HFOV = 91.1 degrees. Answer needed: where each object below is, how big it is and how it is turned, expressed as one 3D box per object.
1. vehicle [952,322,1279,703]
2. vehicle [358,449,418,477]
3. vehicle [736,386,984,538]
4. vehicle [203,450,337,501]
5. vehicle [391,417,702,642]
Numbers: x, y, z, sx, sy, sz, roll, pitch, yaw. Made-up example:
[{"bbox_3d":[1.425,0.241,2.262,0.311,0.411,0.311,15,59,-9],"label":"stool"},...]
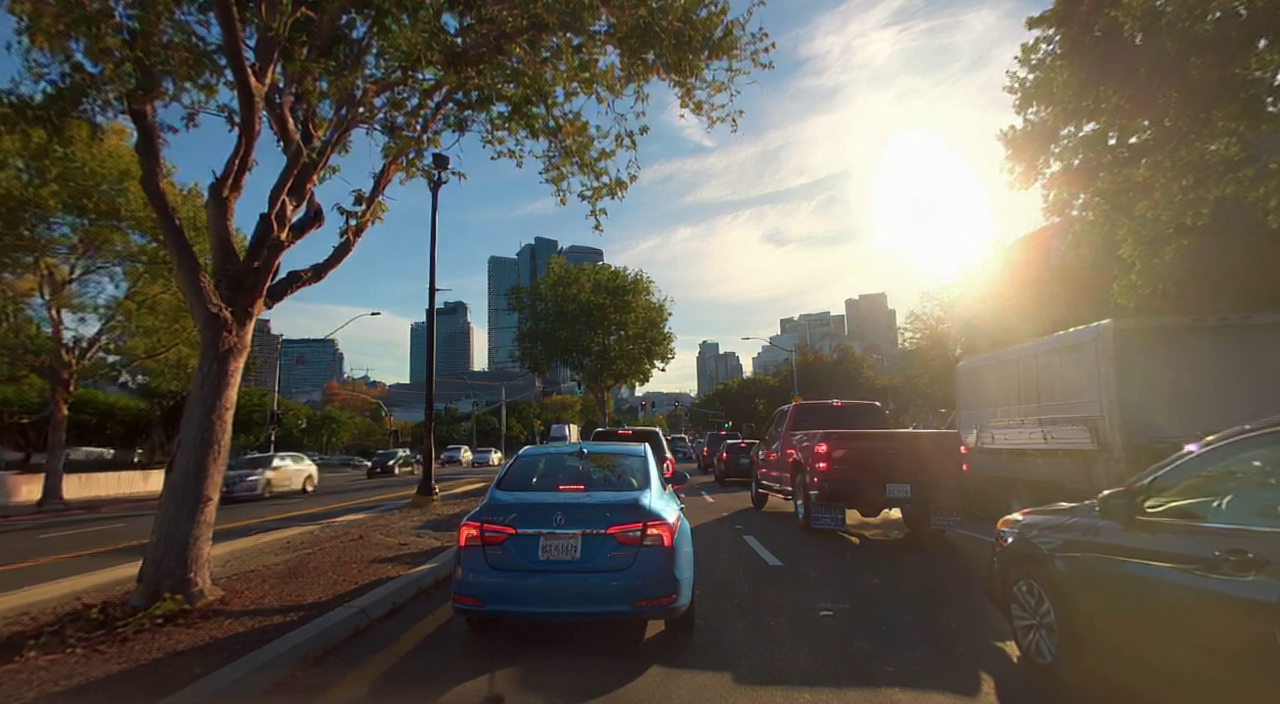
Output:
[{"bbox_3d":[3.154,0.759,2.085,1.982,1.709,4.427,0,-9,1],"label":"vehicle"},{"bbox_3d":[-15.977,7.024,40.066,2.000,1.656,4.160,0,-8,1],"label":"vehicle"},{"bbox_3d":[3.513,1.959,11.699,2.444,2.098,5.766,0,-9,-1],"label":"vehicle"},{"bbox_3d":[-12.574,4.170,21.743,1.882,1.538,4.382,0,-8,1],"label":"vehicle"},{"bbox_3d":[-0.581,1.501,6.338,2.111,1.506,4.018,0,-9,2],"label":"vehicle"}]
